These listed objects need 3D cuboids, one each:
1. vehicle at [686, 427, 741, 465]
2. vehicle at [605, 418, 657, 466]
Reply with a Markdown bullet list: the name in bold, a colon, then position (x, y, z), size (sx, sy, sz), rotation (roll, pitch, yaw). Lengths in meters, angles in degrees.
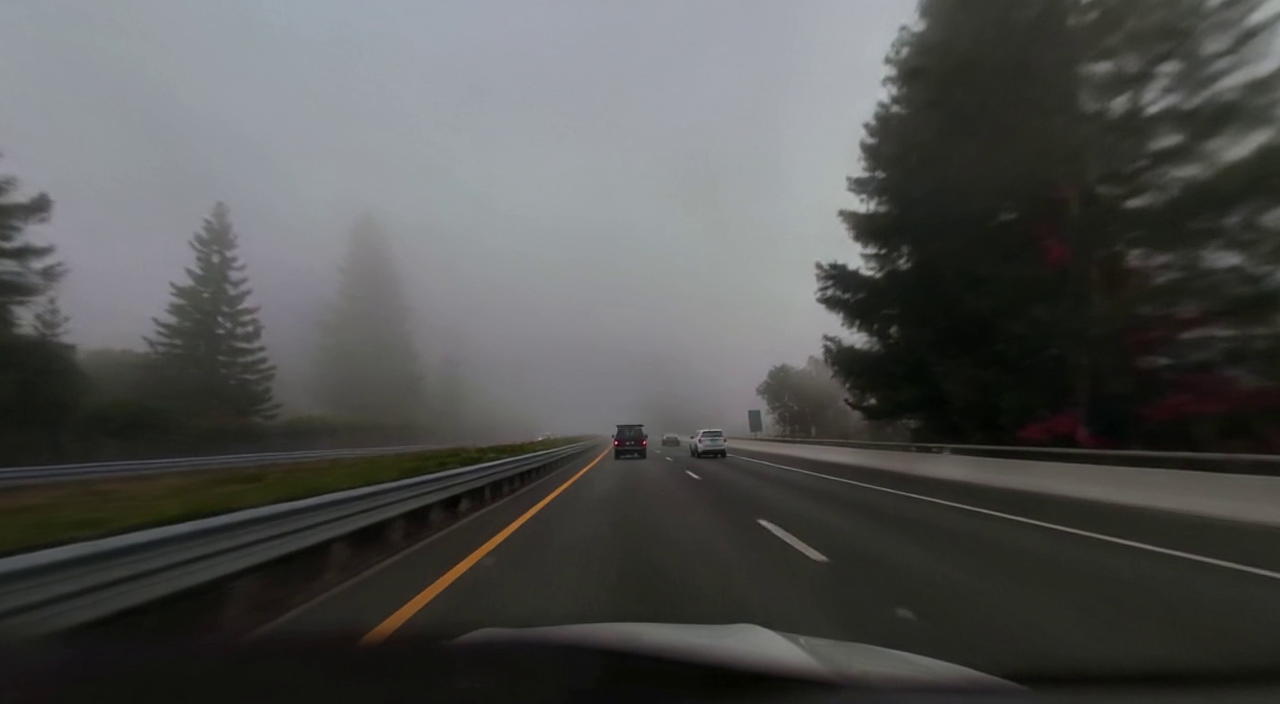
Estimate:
- **vehicle**: position (3.338, 4.348, 29.311), size (1.981, 1.606, 3.956), rotation (0, -8, -2)
- **vehicle**: position (-0.457, 4.210, 29.596), size (2.270, 2.044, 4.633), rotation (0, -8, -2)
